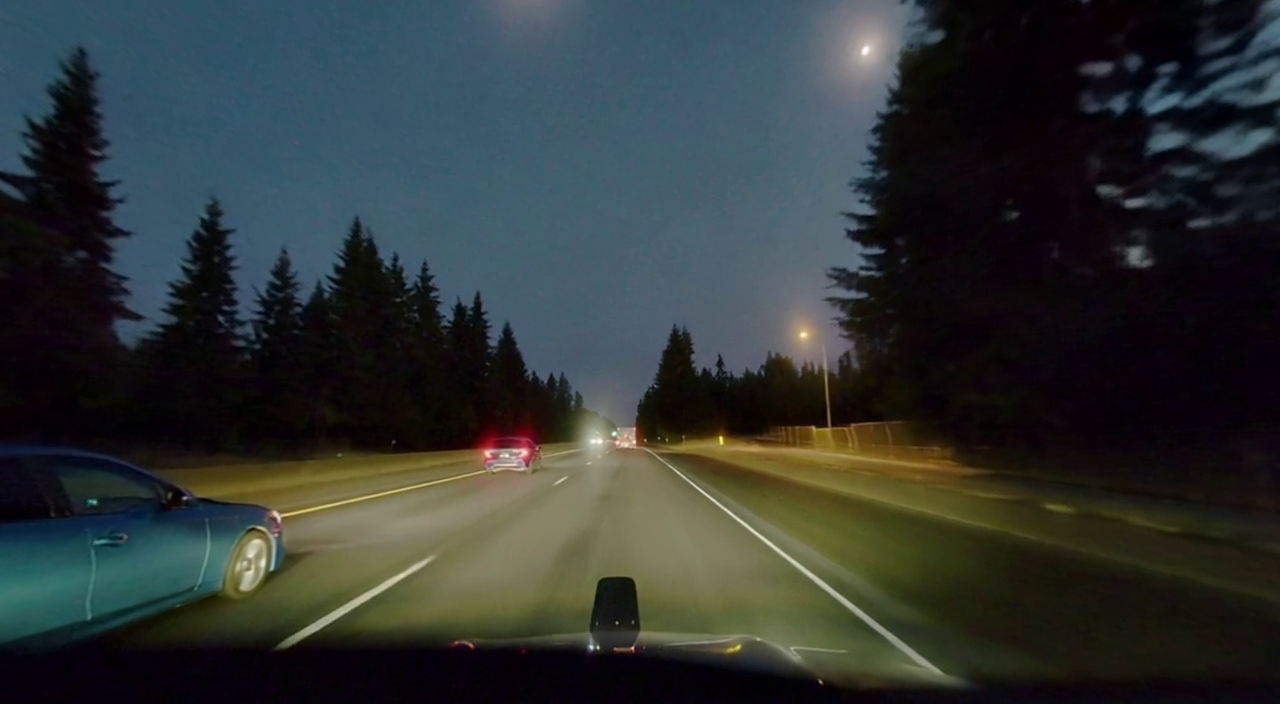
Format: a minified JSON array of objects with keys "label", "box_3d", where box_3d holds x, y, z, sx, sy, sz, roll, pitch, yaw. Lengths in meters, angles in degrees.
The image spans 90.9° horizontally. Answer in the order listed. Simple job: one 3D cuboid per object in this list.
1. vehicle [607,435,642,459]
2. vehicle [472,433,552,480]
[{"label":"vehicle","box_3d":[-0.972,6.154,41.098,2.162,1.460,4.242,0,-8,0]},{"label":"vehicle","box_3d":[-4.274,3.534,21.650,1.907,1.445,4.049,0,-8,0]}]
